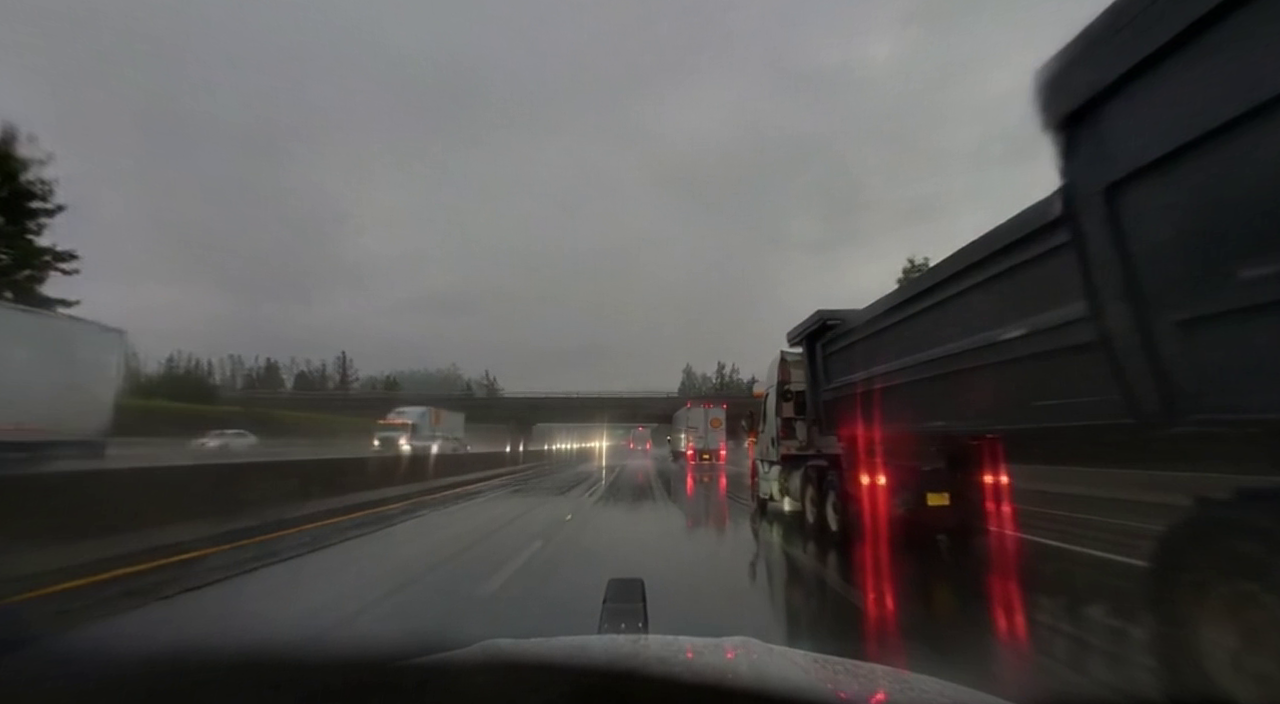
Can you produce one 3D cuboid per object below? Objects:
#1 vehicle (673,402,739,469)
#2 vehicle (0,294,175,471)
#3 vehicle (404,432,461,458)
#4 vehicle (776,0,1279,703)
[{"bbox_3d":[4.272,6.023,44.598,2.881,3.995,14.382,0,-9,-1],"label":"vehicle"},{"bbox_3d":[-15.849,0.357,11.984,2.918,3.945,14.545,0,-9,0],"label":"vehicle"},{"bbox_3d":[-12.457,5.631,38.161,1.919,1.497,4.531,0,-9,0],"label":"vehicle"},{"bbox_3d":[4.025,0.008,4.629,2.922,3.987,14.038,0,-9,0],"label":"vehicle"}]
